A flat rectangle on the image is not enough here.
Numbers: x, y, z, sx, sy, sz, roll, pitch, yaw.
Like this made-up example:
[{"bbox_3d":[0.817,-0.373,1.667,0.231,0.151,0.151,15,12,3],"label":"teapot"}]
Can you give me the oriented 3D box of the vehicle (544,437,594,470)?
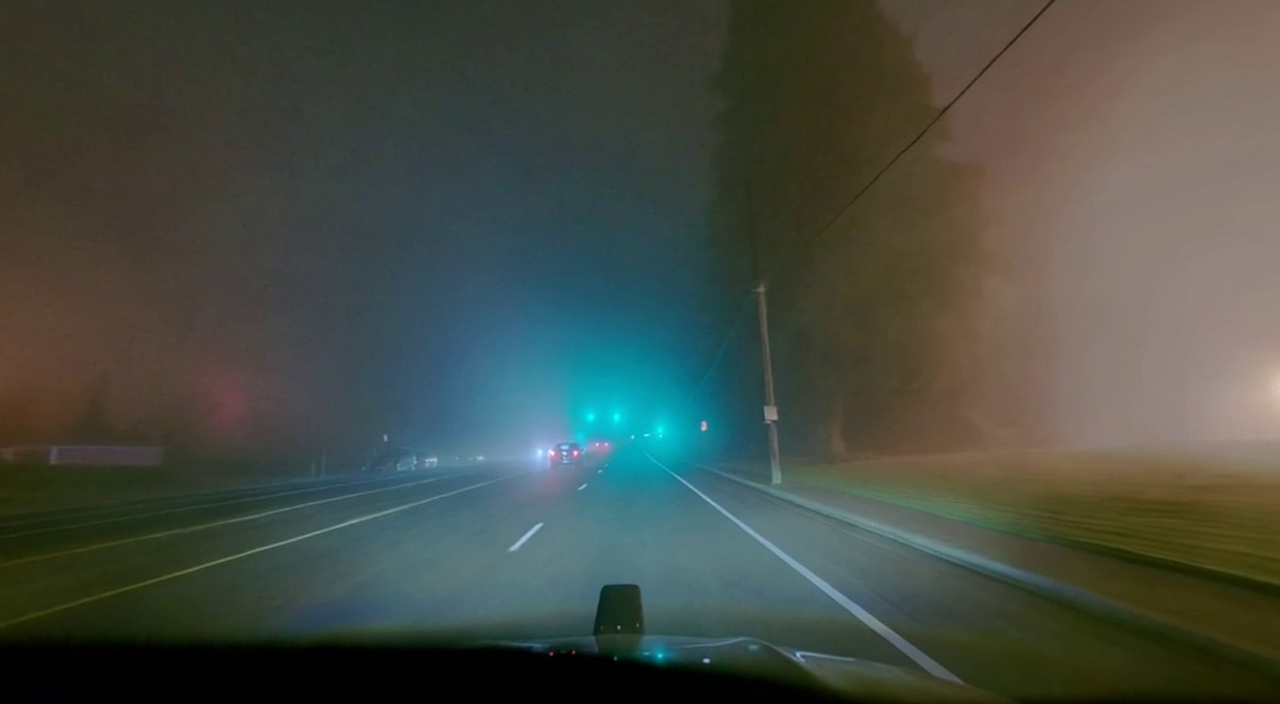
[{"bbox_3d":[-3.441,5.021,31.427,2.030,1.467,4.251,0,-8,-1],"label":"vehicle"}]
